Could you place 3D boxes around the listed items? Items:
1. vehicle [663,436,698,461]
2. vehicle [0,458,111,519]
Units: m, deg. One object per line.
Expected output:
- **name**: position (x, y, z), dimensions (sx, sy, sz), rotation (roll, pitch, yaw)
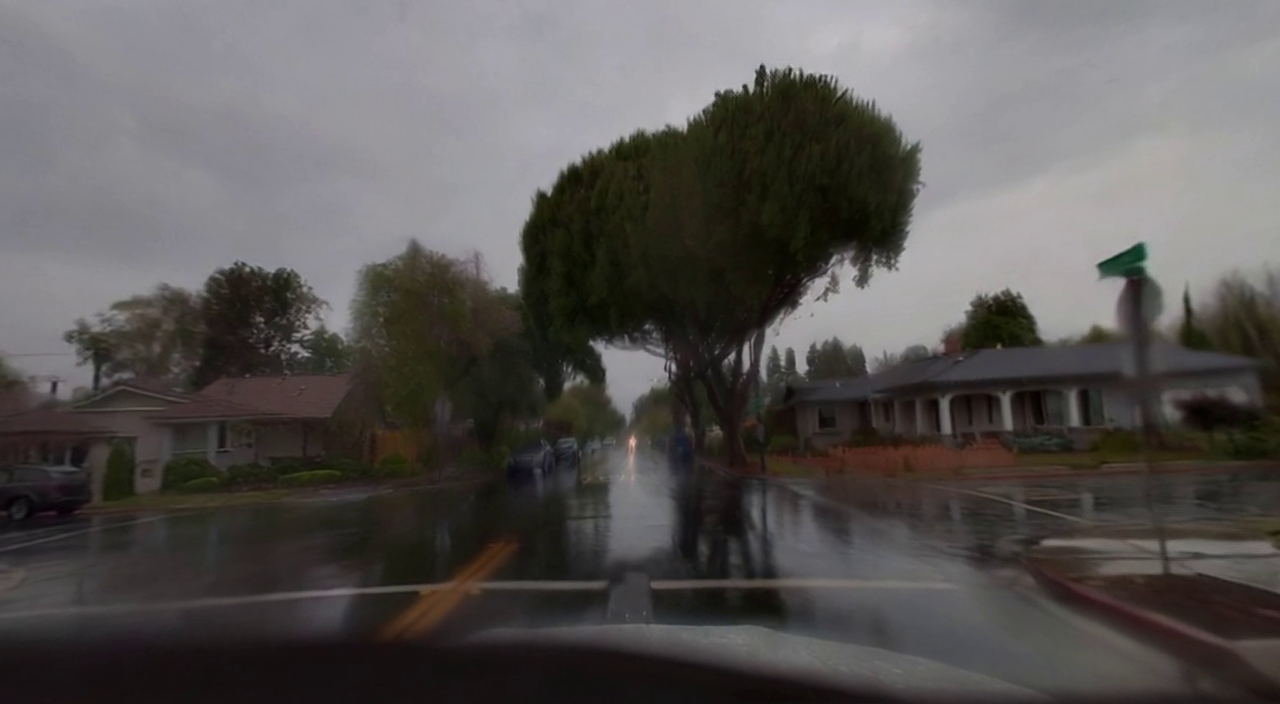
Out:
- **vehicle**: position (2.873, 7.000, 45.767), dimensions (2.220, 1.753, 3.862), rotation (0, -8, -1)
- **vehicle**: position (-18.880, 4.028, 18.773), dimensions (4.334, 1.632, 1.996), rotation (0, -8, -1)
